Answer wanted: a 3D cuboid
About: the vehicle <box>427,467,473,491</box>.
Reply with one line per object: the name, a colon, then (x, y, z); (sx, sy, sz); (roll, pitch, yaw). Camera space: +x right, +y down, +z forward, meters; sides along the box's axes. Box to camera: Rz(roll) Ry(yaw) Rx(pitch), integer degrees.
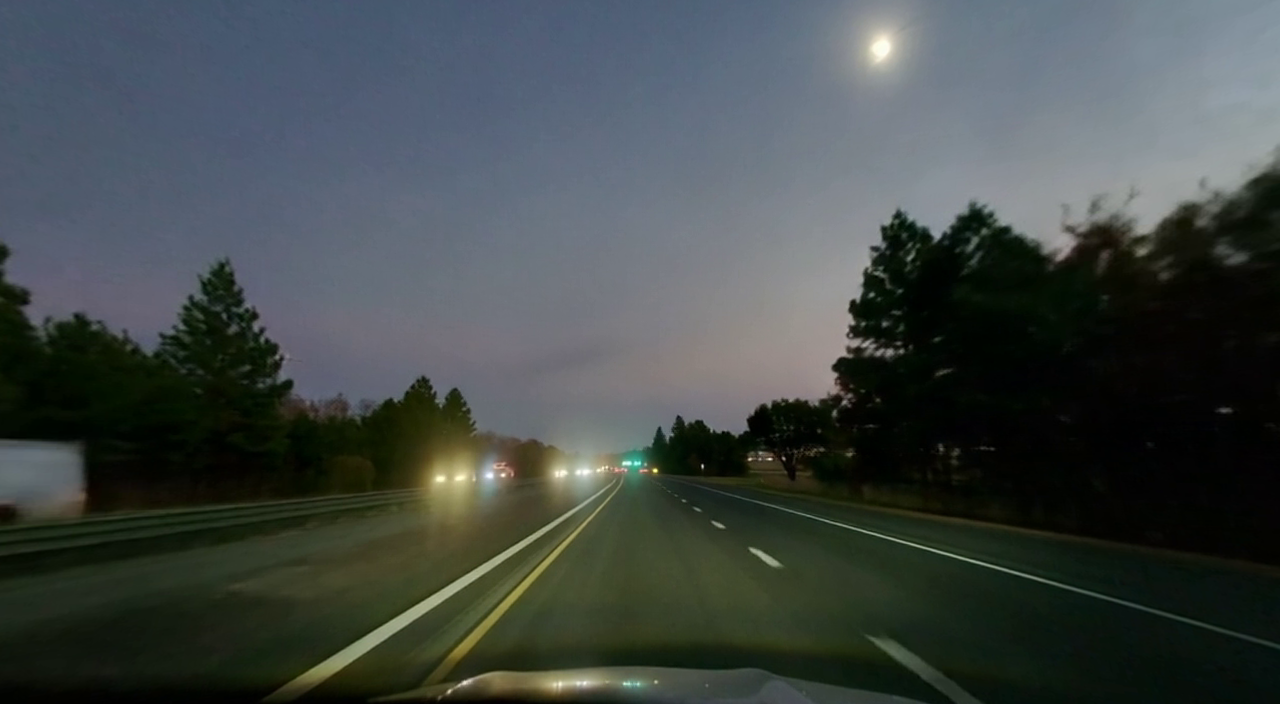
vehicle: (-13.264, 8.896, 44.170); (1.868, 1.526, 4.154); (1, -11, 1)
